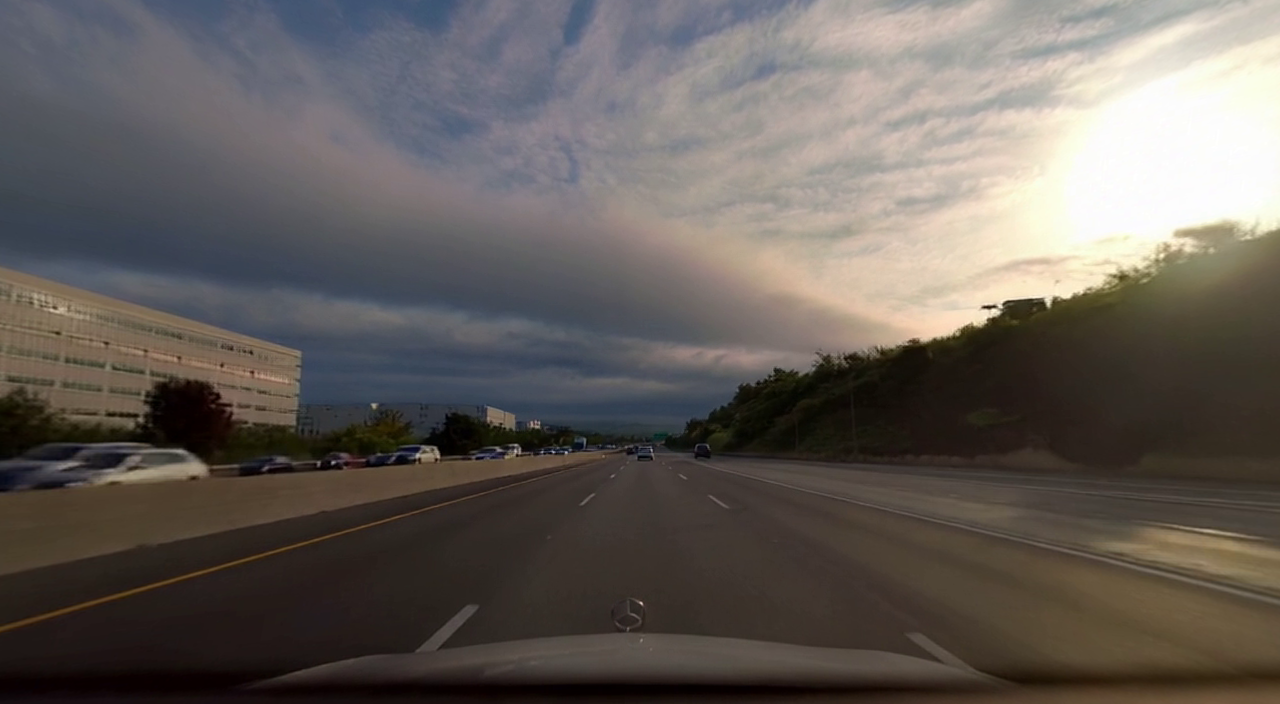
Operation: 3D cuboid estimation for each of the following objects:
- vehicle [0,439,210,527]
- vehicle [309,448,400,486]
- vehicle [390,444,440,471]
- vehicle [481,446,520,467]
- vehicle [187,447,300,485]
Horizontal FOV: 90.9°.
[{"bbox_3d":[-11.669,2.597,13.077,2.025,1.474,4.804,0,-9,1],"label":"vehicle"},{"bbox_3d":[-11.635,4.710,26.004,1.893,1.419,3.812,-1,-9,1],"label":"vehicle"},{"bbox_3d":[-16.188,7.582,45.531,1.985,1.819,4.284,0,-9,0],"label":"vehicle"},{"bbox_3d":[-10.906,8.170,49.546,1.969,1.539,4.401,-1,-9,2],"label":"vehicle"},{"bbox_3d":[-17.172,4.939,27.608,1.905,1.478,4.646,0,-9,0],"label":"vehicle"}]
